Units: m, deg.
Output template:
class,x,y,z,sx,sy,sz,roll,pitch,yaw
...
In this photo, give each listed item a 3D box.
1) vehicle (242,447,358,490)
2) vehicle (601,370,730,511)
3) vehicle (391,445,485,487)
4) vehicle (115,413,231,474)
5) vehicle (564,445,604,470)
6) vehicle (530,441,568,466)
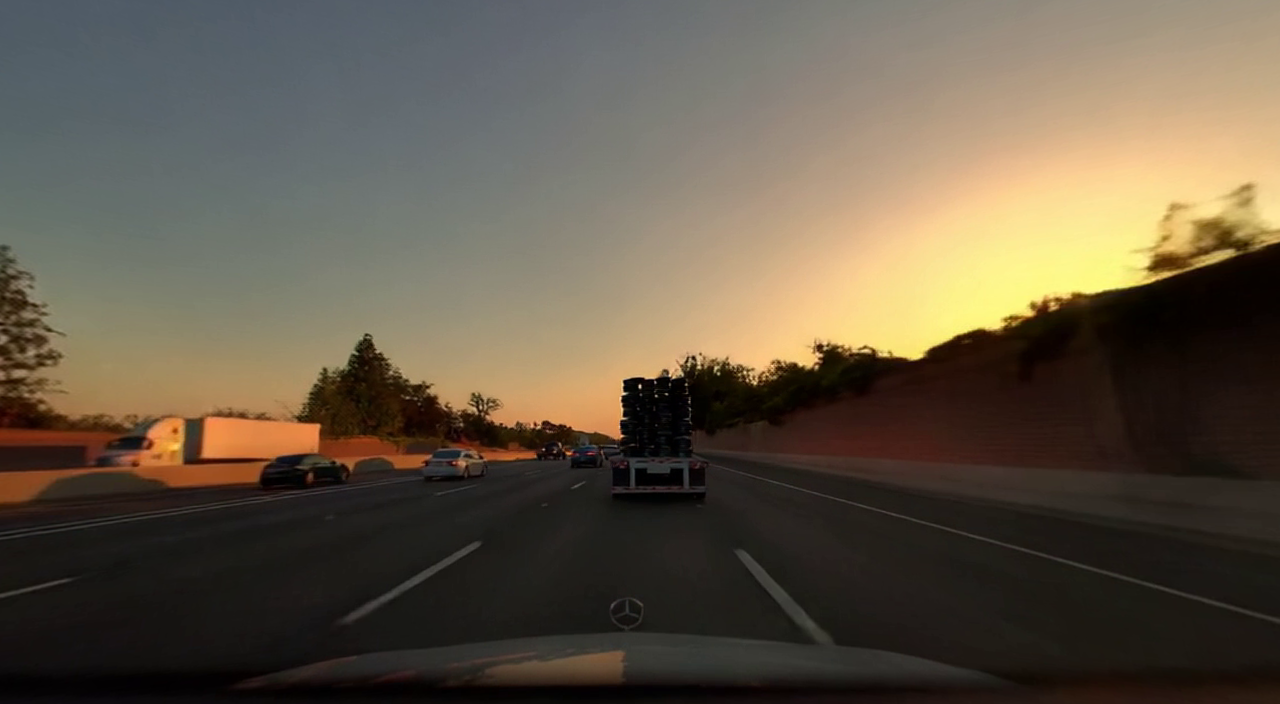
class,x,y,z,sx,sy,sz,roll,pitch,yaw
vehicle,-12.960,4.444,24.446,1.908,1.473,4.552,0,-8,1
vehicle,0.530,2.543,18.056,2.798,3.071,8.412,0,-8,0
vehicle,-7.680,4.372,24.572,2.006,1.458,4.700,0,-8,2
vehicle,-29.814,5.859,40.586,3.009,3.610,5.561,0,-8,0
vehicle,-3.447,6.576,39.560,1.974,1.475,4.538,0,-8,1
vehicle,-7.127,8.001,49.924,2.164,1.874,5.004,0,-8,1
